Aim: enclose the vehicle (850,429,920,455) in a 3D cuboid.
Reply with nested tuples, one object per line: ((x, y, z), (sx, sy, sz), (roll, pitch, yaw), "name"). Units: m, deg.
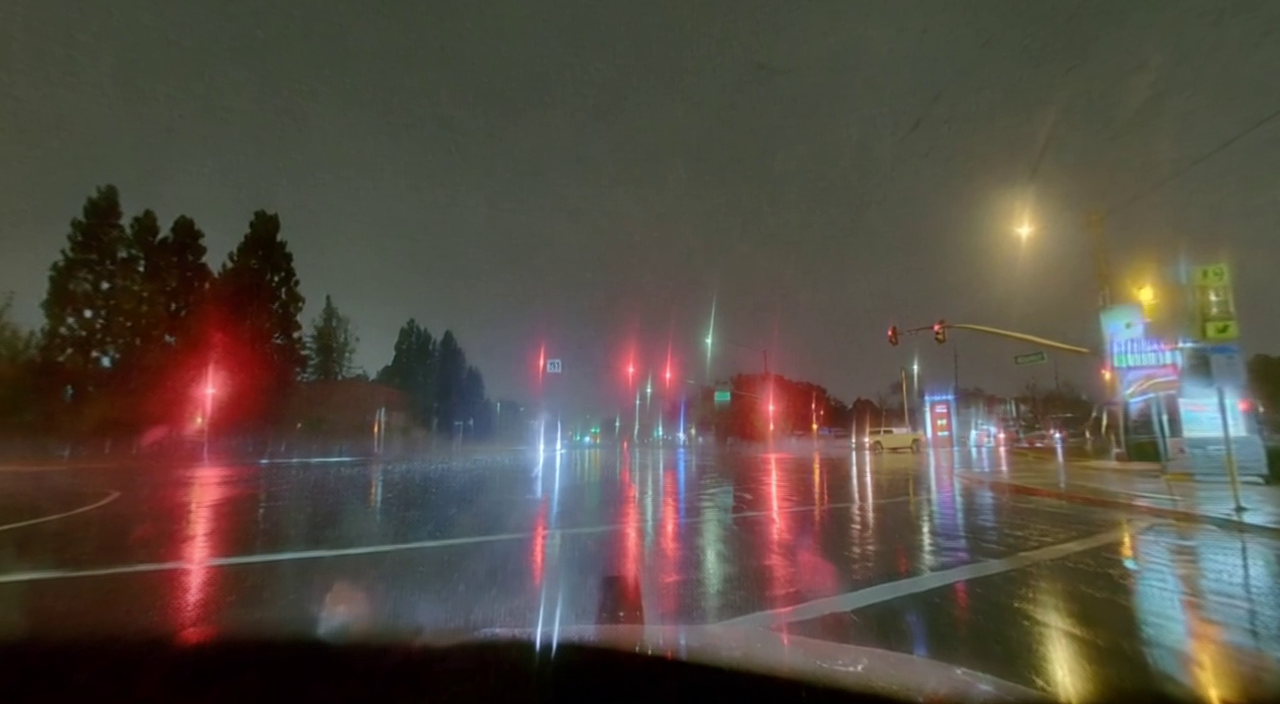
((17.651, 6.506, 45.517), (4.600, 1.783, 1.970), (4, -10, -26), "vehicle")
